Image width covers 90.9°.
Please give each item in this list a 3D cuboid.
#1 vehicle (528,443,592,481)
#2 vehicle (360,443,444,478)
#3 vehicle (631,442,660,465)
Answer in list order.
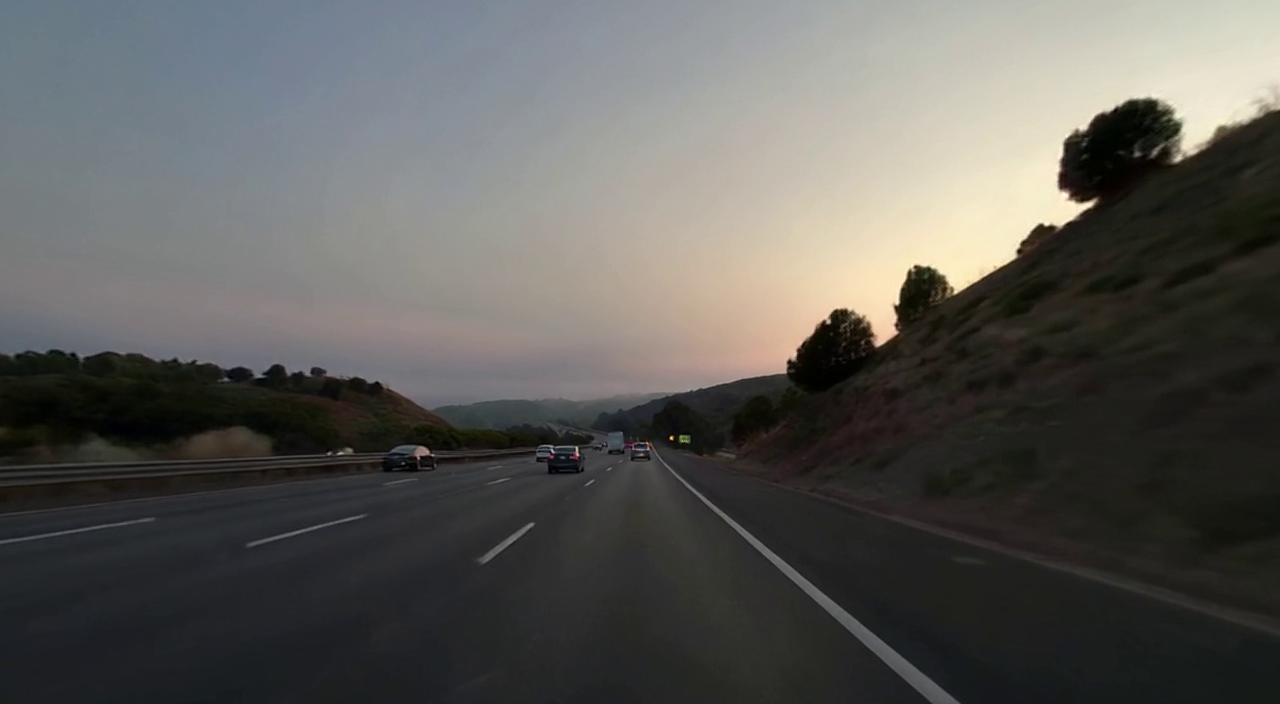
[{"bbox_3d":[-3.352,4.719,27.448,2.080,1.505,4.649,-1,-8,1],"label":"vehicle"},{"bbox_3d":[-10.952,5.016,29.455,1.945,1.466,4.947,-1,-8,1],"label":"vehicle"},{"bbox_3d":[0.433,7.680,47.929,2.138,1.674,4.044,-1,-8,1],"label":"vehicle"}]
